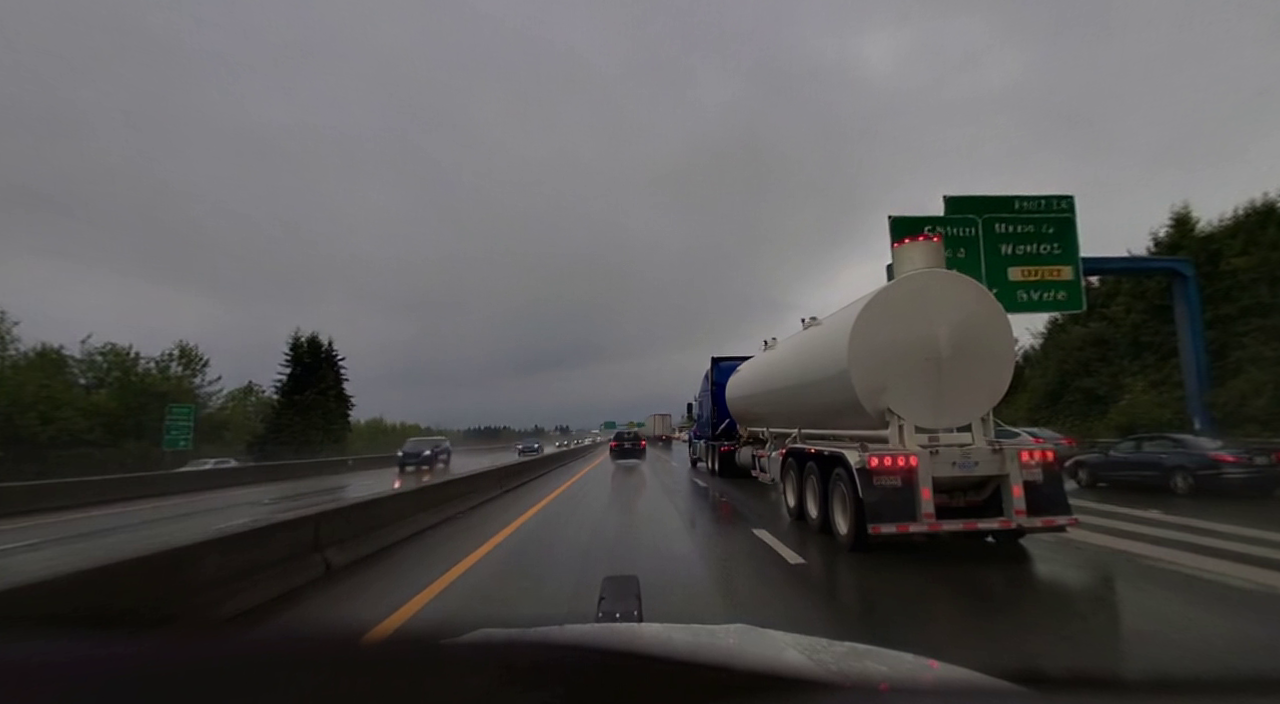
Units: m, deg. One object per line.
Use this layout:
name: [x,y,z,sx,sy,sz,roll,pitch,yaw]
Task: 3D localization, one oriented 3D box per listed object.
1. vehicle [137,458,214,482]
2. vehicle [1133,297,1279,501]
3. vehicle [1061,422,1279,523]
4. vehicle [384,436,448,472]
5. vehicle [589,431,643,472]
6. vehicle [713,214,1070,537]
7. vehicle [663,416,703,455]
vehicle: [-35.134,8.888,47.759,1.846,1.553,4.238,-5,-9,34]
vehicle: [14.588,0.729,11.255,2.878,4.124,10.050,0,-8,-4]
vehicle: [9.855,2.053,11.349,1.739,1.471,3.889,0,-8,-2]
vehicle: [-12.930,5.891,36.789,2.065,1.948,4.720,0,-8,-1]
vehicle: [-0.922,3.973,25.375,2.000,1.510,3.518,0,-8,-1]
vehicle: [3.522,0.850,12.228,2.826,3.905,9.262,0,-8,-2]
vehicle: [3.200,6.345,47.890,2.475,2.782,4.986,0,-8,-3]
